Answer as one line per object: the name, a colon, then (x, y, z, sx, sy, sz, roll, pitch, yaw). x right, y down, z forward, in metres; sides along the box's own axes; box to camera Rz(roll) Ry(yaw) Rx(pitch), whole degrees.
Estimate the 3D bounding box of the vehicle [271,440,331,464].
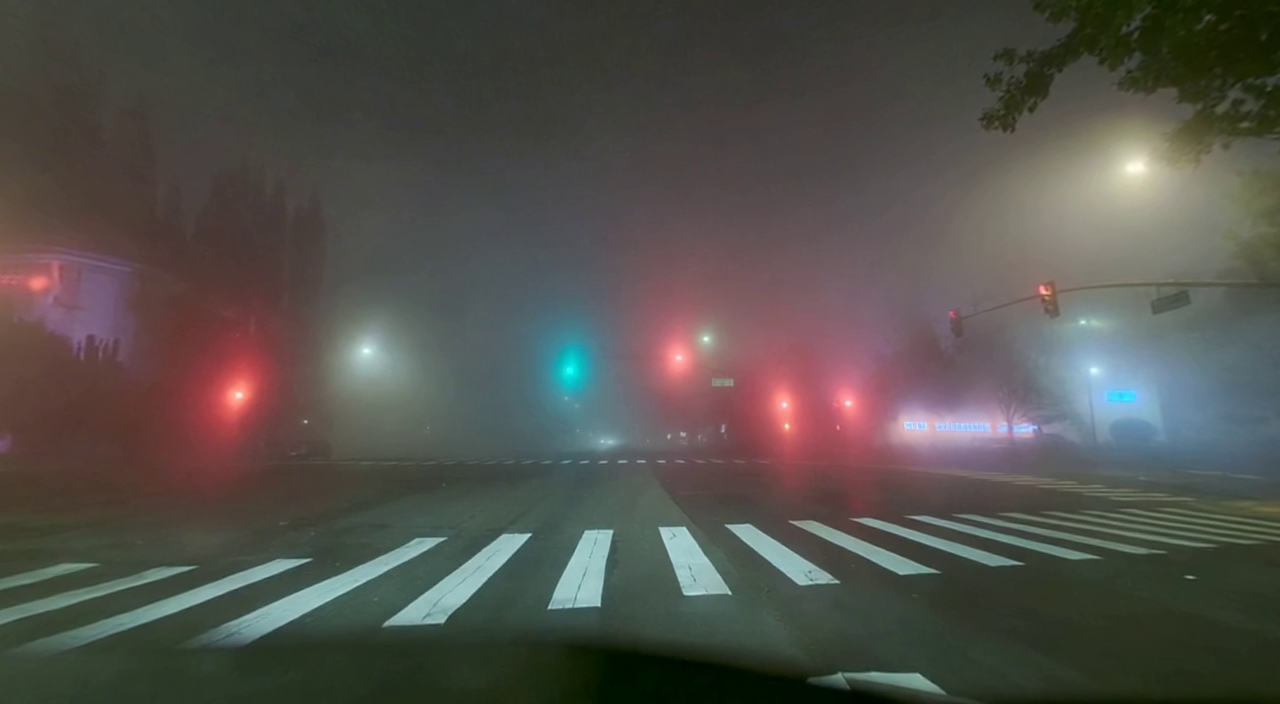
vehicle: (-21.880, 6.456, 40.935, 2.005, 1.496, 4.020, 1, -9, -6)
